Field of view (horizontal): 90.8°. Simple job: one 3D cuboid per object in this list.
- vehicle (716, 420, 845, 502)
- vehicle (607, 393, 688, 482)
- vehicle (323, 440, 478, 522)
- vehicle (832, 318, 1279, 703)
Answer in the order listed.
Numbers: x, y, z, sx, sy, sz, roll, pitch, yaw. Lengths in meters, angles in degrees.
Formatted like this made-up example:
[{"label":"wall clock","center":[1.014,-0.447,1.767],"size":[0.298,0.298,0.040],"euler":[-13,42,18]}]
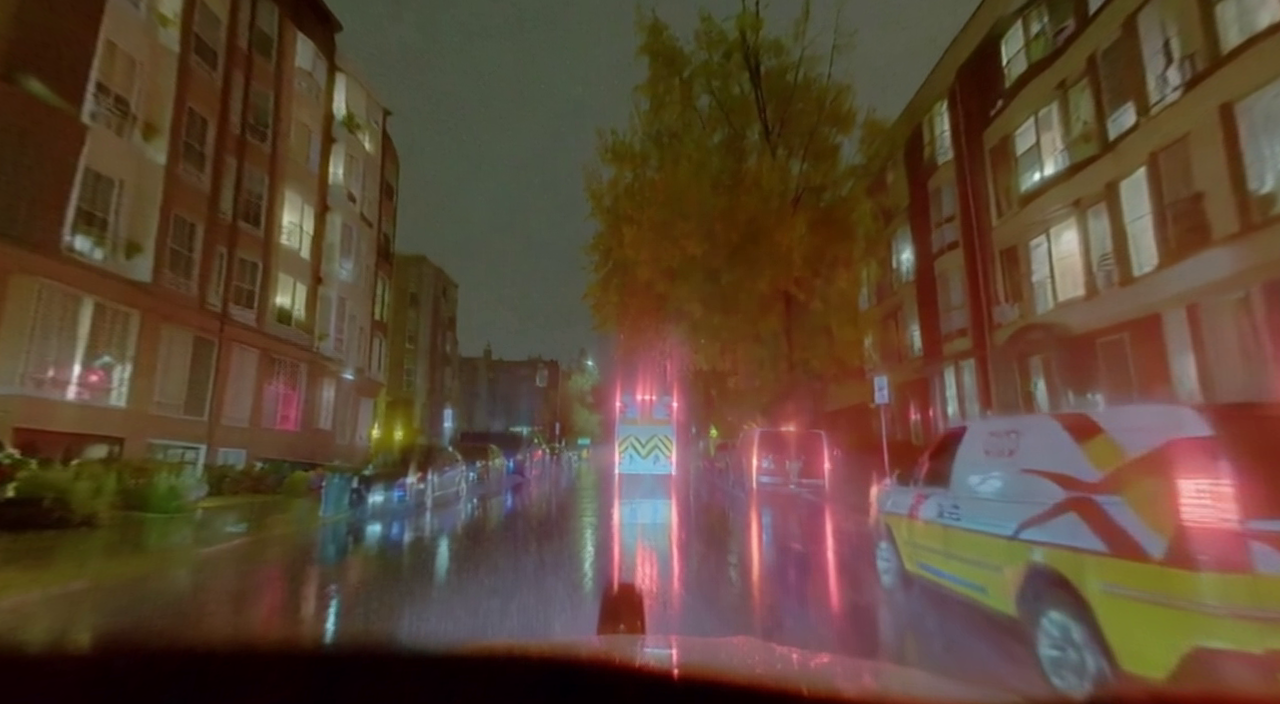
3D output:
[{"label":"vehicle","center":[3.560,2.898,17.309],"size":[2.232,1.860,5.593],"euler":[0,-8,0]},{"label":"vehicle","center":[0.198,3.472,25.519],"size":[2.754,3.008,7.730],"euler":[0,-8,-1]},{"label":"vehicle","center":[-5.409,2.919,15.031],"size":[1.967,1.492,4.781],"euler":[-4,-8,-2]},{"label":"vehicle","center":[3.325,1.146,4.820],"size":[2.152,1.868,4.976],"euler":[0,-8,0]}]
